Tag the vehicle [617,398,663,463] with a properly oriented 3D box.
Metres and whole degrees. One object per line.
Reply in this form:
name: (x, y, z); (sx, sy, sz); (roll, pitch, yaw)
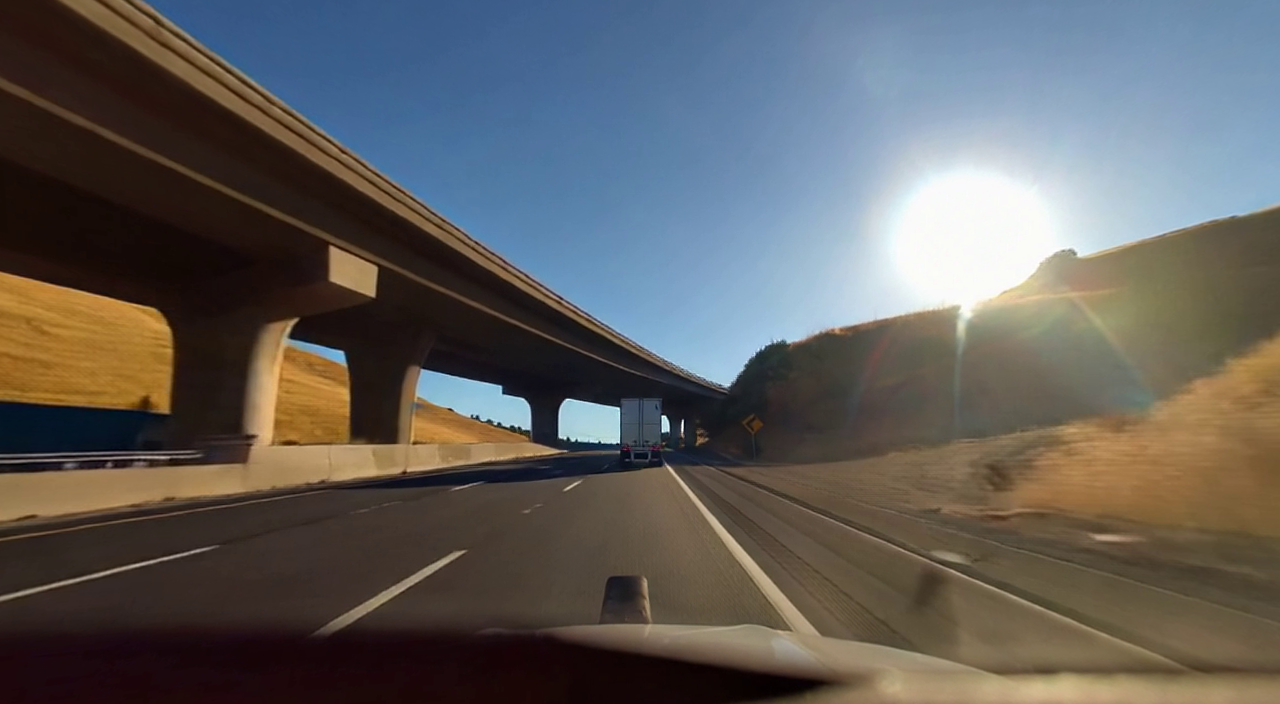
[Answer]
vehicle: (-0.016, 5.683, 44.811); (2.866, 4.014, 11.261); (0, -8, 0)
